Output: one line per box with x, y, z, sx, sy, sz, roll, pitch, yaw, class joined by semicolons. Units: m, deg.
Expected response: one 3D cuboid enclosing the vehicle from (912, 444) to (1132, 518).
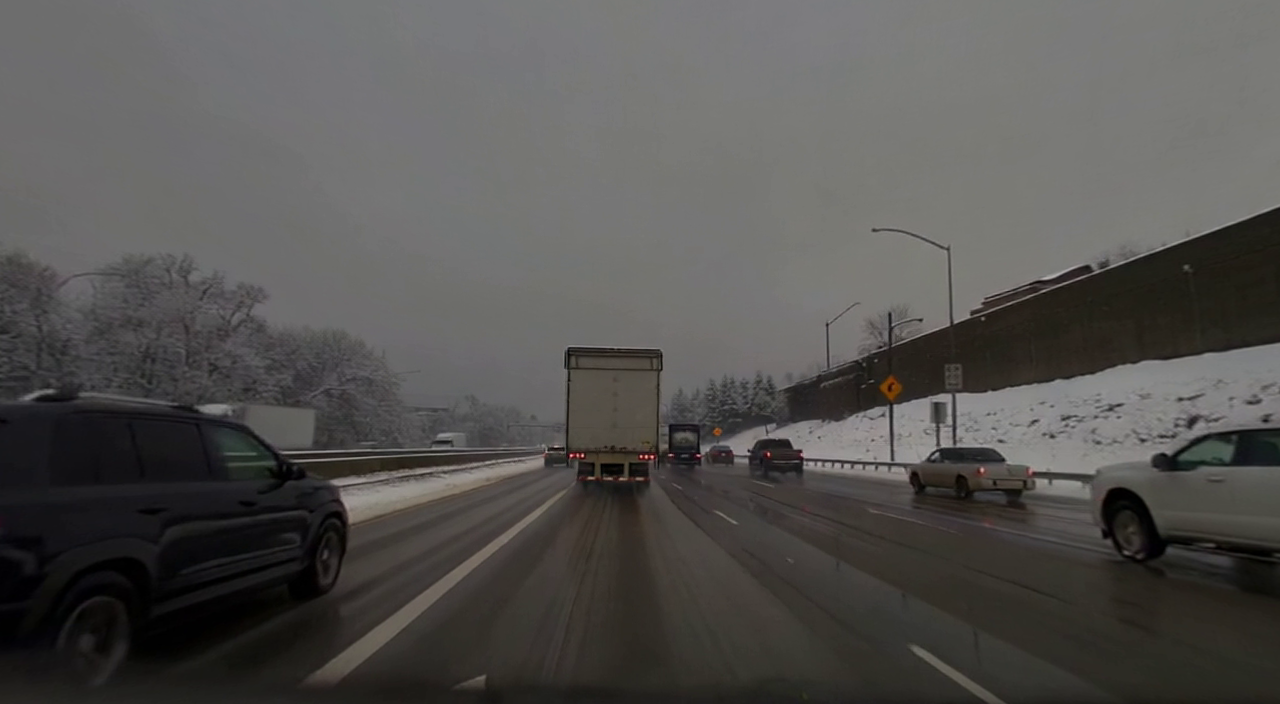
8.800;2.989;15.280;2.002;1.472;4.950;0;-9;-4;vehicle

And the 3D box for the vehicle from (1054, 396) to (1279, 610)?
6.336;1.259;5.366;2.188;1.731;5.031;0;-9;0;vehicle

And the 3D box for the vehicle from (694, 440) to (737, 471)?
5.475;7.617;46.645;2.297;2.116;5.052;0;-9;-2;vehicle

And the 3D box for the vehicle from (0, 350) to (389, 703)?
-3.335;1.069;3.872;1.946;1.641;4.105;0;-9;-1;vehicle

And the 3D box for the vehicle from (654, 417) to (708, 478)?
2.473;6.218;41.028;2.669;3.491;8.645;0;-9;-1;vehicle

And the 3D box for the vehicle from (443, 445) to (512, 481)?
-7.334;5.047;29.074;1.973;1.471;4.779;0;-9;-1;vehicle

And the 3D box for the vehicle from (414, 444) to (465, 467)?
-13.787;7.117;43.763;2.120;1.496;4.655;0;-8;-2;vehicle

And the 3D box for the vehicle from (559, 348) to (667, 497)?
-0.755;2.708;22.636;2.906;4.040;10.743;0;-9;0;vehicle

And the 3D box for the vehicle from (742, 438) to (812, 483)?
6.260;5.036;29.530;2.070;1.888;4.546;0;-9;-2;vehicle
